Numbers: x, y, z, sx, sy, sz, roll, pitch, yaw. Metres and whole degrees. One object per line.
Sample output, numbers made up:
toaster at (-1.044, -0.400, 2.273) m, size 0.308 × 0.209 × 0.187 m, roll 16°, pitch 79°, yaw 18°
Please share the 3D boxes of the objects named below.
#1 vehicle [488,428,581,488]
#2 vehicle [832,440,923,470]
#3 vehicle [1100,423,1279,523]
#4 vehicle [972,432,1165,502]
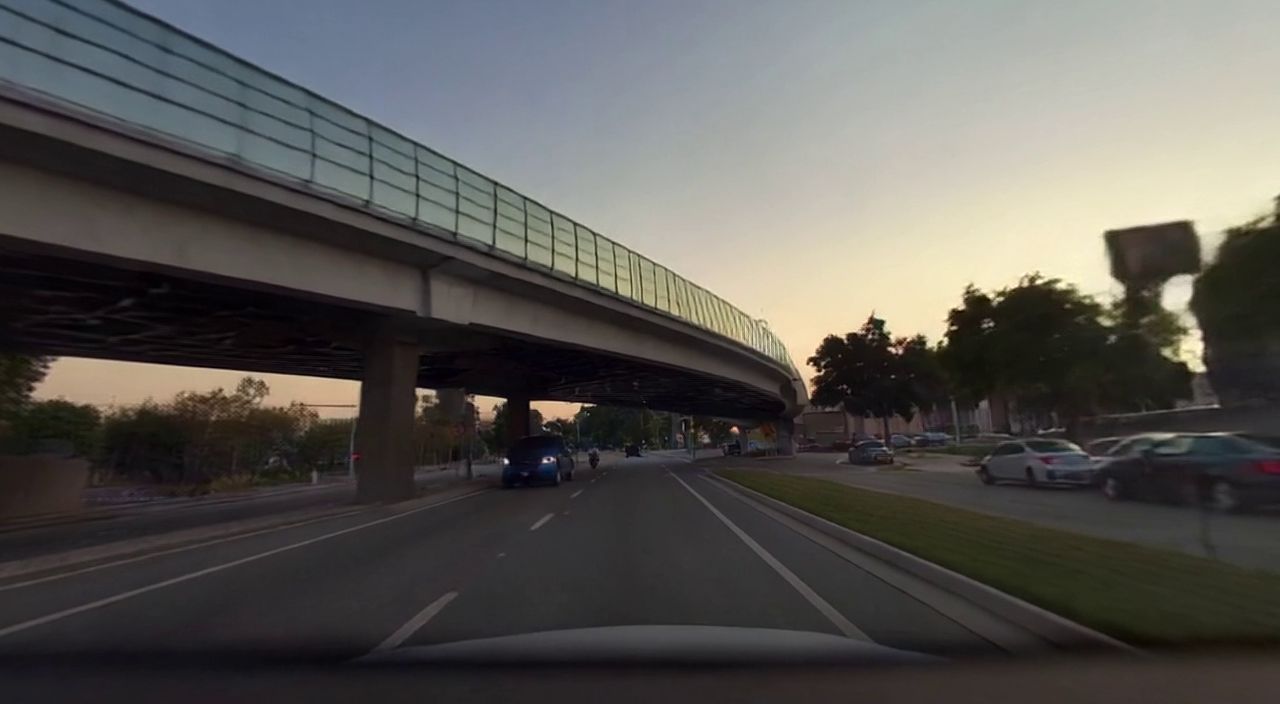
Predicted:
vehicle at (-3.865, 4.045, 24.314) m, size 2.468 × 1.993 × 5.840 m, roll -1°, pitch -9°, yaw 1°
vehicle at (14.398, 6.233, 38.344) m, size 2.078 × 1.523 × 4.760 m, roll 2°, pitch -7°, yaw -34°
vehicle at (11.639, 2.225, 12.100) m, size 2.051 × 1.534 × 4.466 m, roll -6°, pitch -9°, yaw 0°
vehicle at (11.653, 3.112, 17.585) m, size 2.189 × 1.510 × 4.458 m, roll -5°, pitch -8°, yaw 0°
